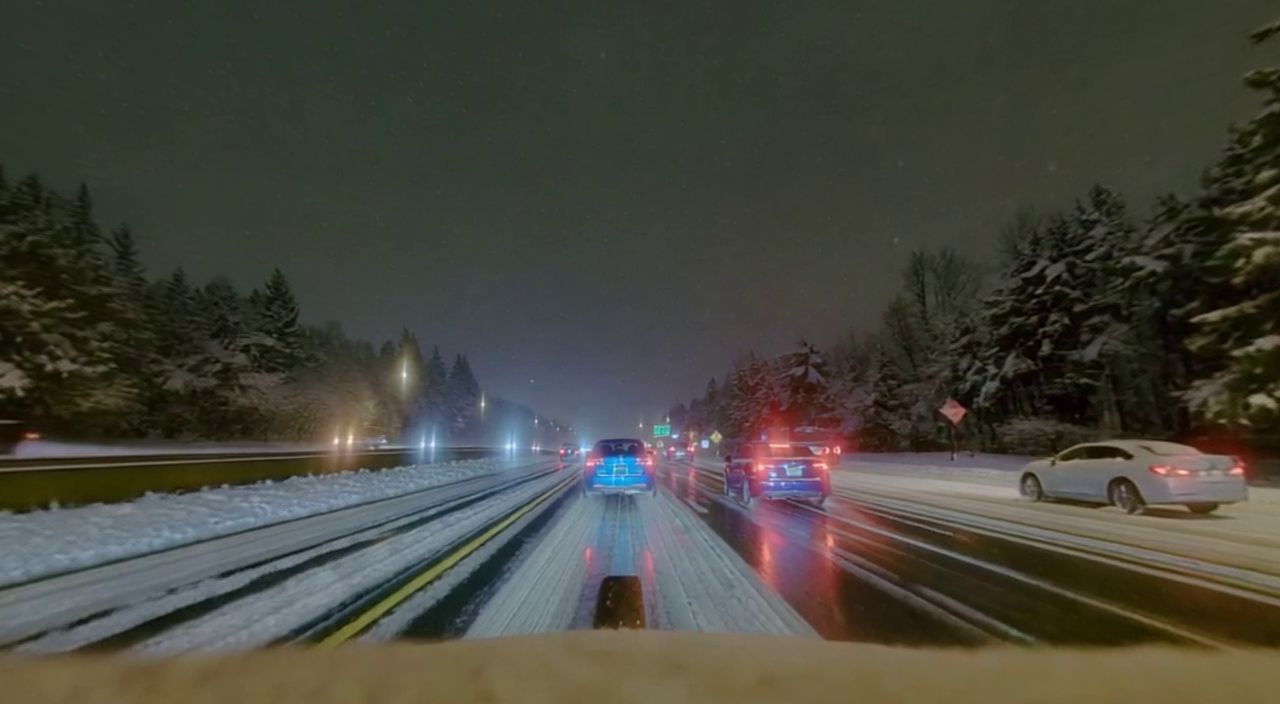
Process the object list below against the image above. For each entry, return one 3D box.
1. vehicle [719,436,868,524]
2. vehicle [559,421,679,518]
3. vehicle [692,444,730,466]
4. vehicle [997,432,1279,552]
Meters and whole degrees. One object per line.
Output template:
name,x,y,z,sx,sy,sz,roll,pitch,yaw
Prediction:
vehicle,2.976,2.582,13.285,1.975,1.532,4.227,1,-9,-2
vehicle,-0.424,2.447,13.530,2.181,1.728,3.970,1,-9,-1
vehicle,5.217,7.637,46.809,1.972,1.521,4.498,1,-9,-4
vehicle,8.942,2.315,11.188,2.106,1.641,4.671,1,-9,-6
